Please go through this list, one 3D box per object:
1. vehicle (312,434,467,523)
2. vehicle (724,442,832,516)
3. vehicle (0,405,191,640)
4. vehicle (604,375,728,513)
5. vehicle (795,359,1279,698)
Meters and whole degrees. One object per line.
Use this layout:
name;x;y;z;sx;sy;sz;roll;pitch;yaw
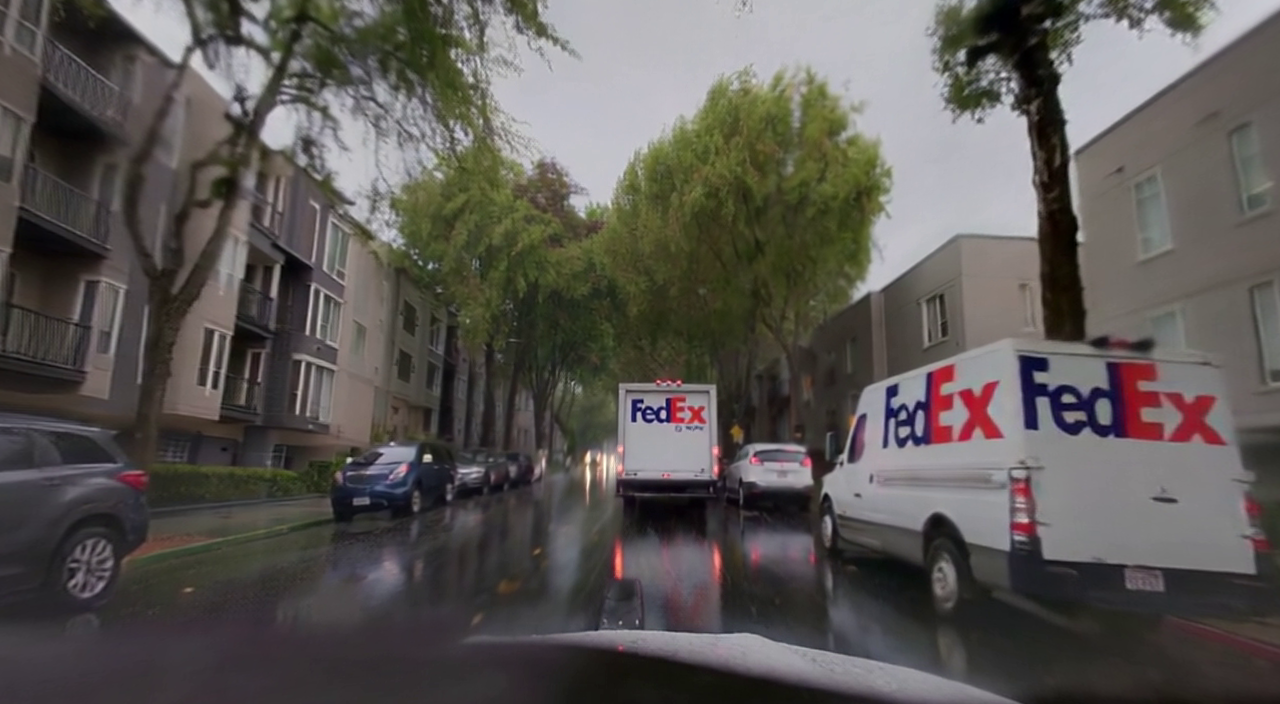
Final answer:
vehicle;-5.940;3.031;15.745;2.020;1.867;4.654;0;-9;-1
vehicle;3.344;3.130;16.093;1.868;1.623;3.815;0;-9;0
vehicle;-5.886;1.260;4.558;2.089;1.757;4.256;0;-9;0
vehicle;0.545;2.805;19.273;2.930;3.275;8.180;0;-9;-1
vehicle;3.454;1.449;6.590;2.221;1.991;5.564;0;-9;0
